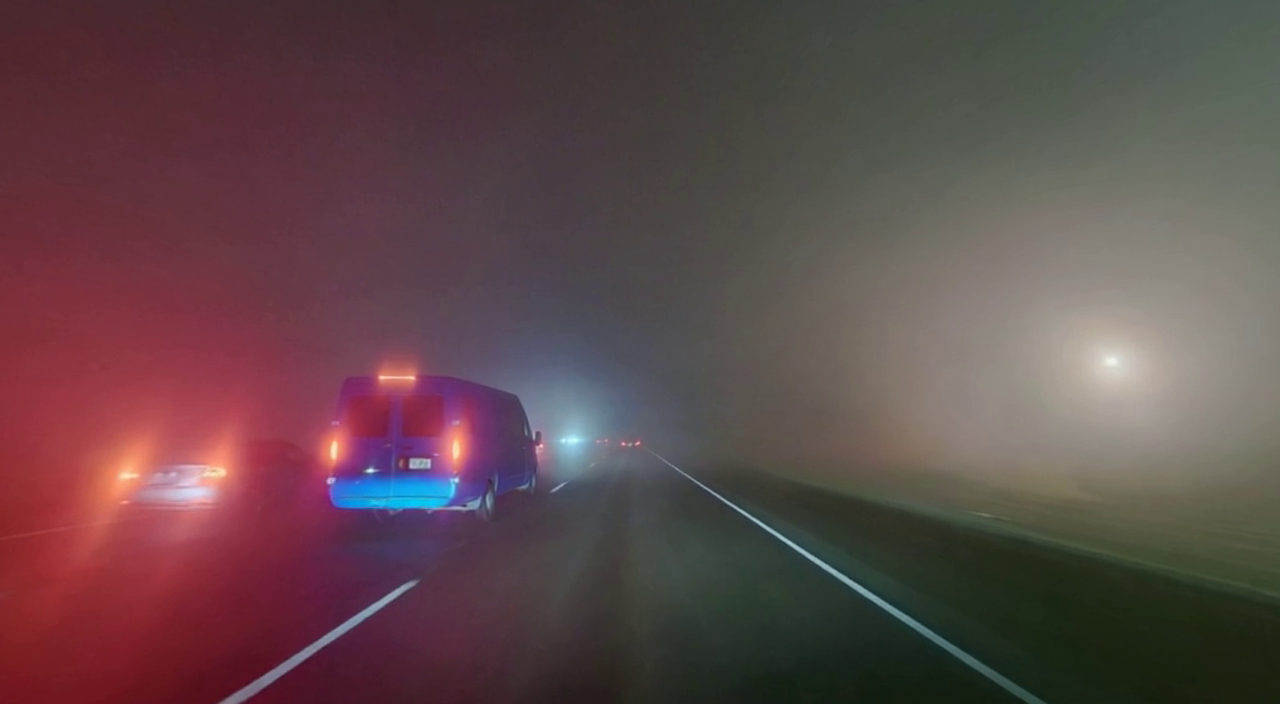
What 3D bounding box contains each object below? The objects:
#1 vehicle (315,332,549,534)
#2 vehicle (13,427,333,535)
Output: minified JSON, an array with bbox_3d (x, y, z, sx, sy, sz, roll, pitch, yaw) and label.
[{"bbox_3d":[-3.379,1.587,12.394,2.428,2.782,7.330,0,-8,-3],"label":"vehicle"},{"bbox_3d":[-7.572,2.088,11.054,1.994,1.466,4.837,0,-8,-1],"label":"vehicle"}]
